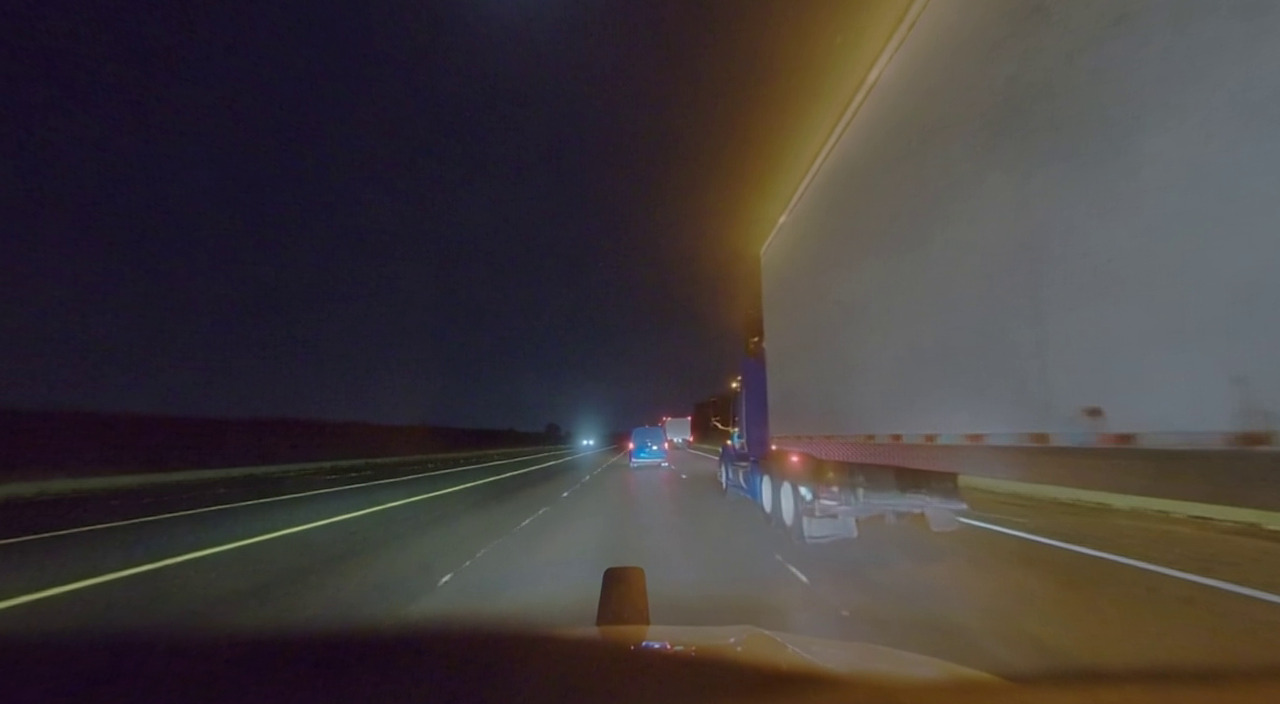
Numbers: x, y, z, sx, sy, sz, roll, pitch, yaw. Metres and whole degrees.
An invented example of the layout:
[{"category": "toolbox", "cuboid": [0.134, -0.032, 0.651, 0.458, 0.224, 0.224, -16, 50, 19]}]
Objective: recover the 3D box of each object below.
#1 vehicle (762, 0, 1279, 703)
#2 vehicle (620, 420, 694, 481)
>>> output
[{"category": "vehicle", "cuboid": [3.817, -0.574, 1.184, 3.892, 4.216, 16.830, 0, -8, 0]}, {"category": "vehicle", "cuboid": [0.630, 3.616, 23.318, 2.469, 2.027, 4.554, 0, -8, 1]}]
